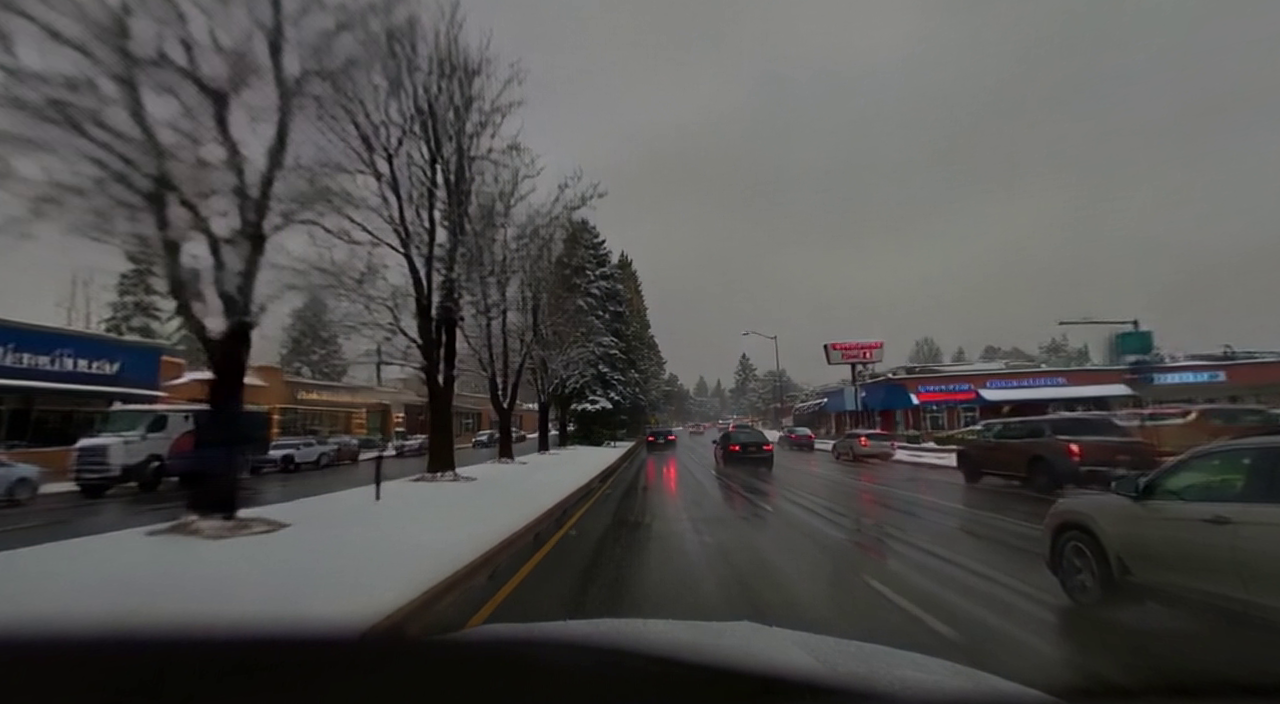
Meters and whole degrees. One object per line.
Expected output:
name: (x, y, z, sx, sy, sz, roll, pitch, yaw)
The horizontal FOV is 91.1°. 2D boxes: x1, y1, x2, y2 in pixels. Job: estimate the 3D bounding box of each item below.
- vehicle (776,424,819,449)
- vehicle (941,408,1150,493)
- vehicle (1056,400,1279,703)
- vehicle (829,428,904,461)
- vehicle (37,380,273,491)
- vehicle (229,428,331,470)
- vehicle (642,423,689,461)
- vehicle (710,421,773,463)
vehicle: (11.566, 6.260, 46.324, 2.123, 1.726, 4.520, 0, -8, 2)
vehicle: (10.849, 2.710, 17.498, 2.318, 1.974, 5.282, 0, -8, 1)
vehicle: (3.926, 0.856, 2.182, 1.908, 1.463, 4.506, 0, -8, 1)
vehicle: (11.471, 4.721, 32.142, 2.110, 1.535, 4.506, 0, -8, -1)
vehicle: (-18.100, 3.267, 24.377, 2.811, 3.604, 7.566, 0, -8, 2)
vehicle: (-18.083, 4.907, 31.933, 1.948, 1.965, 5.421, 0, -8, 0)
vehicle: (1.199, 4.268, 29.877, 2.098, 1.682, 3.778, 0, -8, 2)
vehicle: (4.393, 4.003, 27.838, 2.115, 1.692, 4.189, 0, -8, 1)
